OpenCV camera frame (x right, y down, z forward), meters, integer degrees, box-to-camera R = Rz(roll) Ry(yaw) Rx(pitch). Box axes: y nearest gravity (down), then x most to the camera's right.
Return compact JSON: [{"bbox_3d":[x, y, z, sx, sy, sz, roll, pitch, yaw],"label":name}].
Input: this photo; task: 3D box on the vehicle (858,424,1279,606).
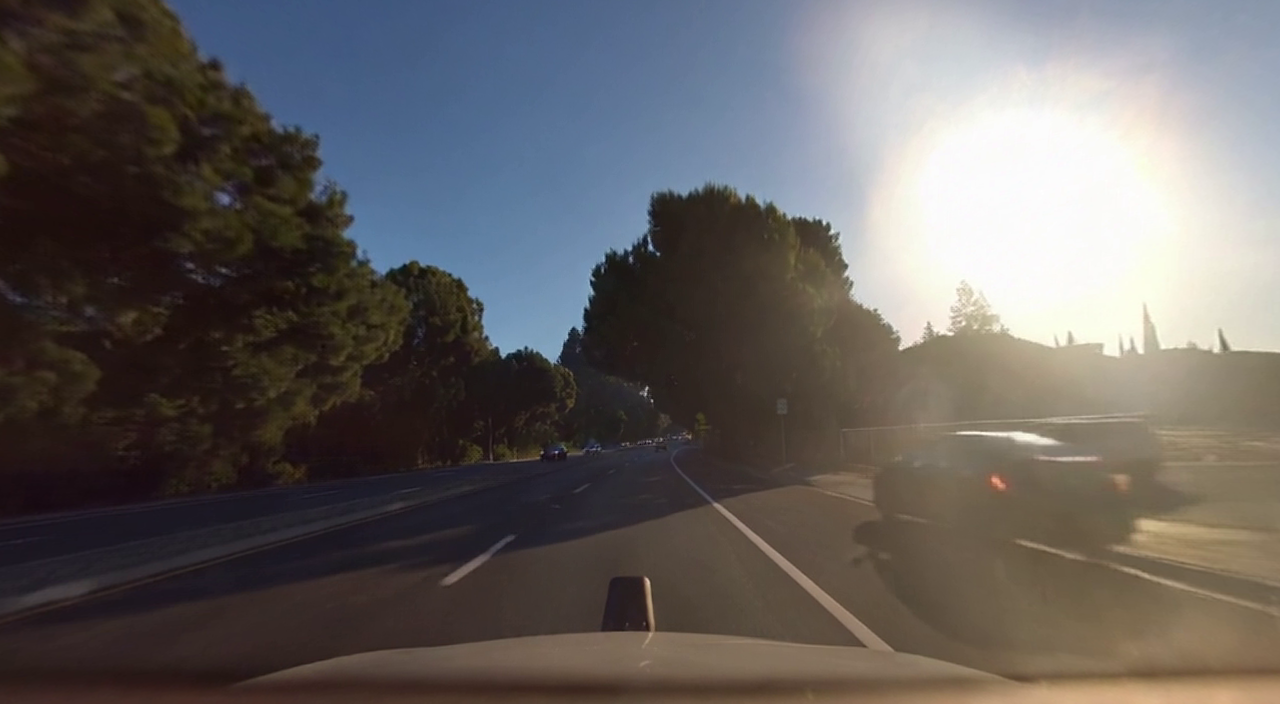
[{"bbox_3d":[4.534,1.698,7.613,2.184,1.496,4.615,0,-8,1],"label":"vehicle"}]
